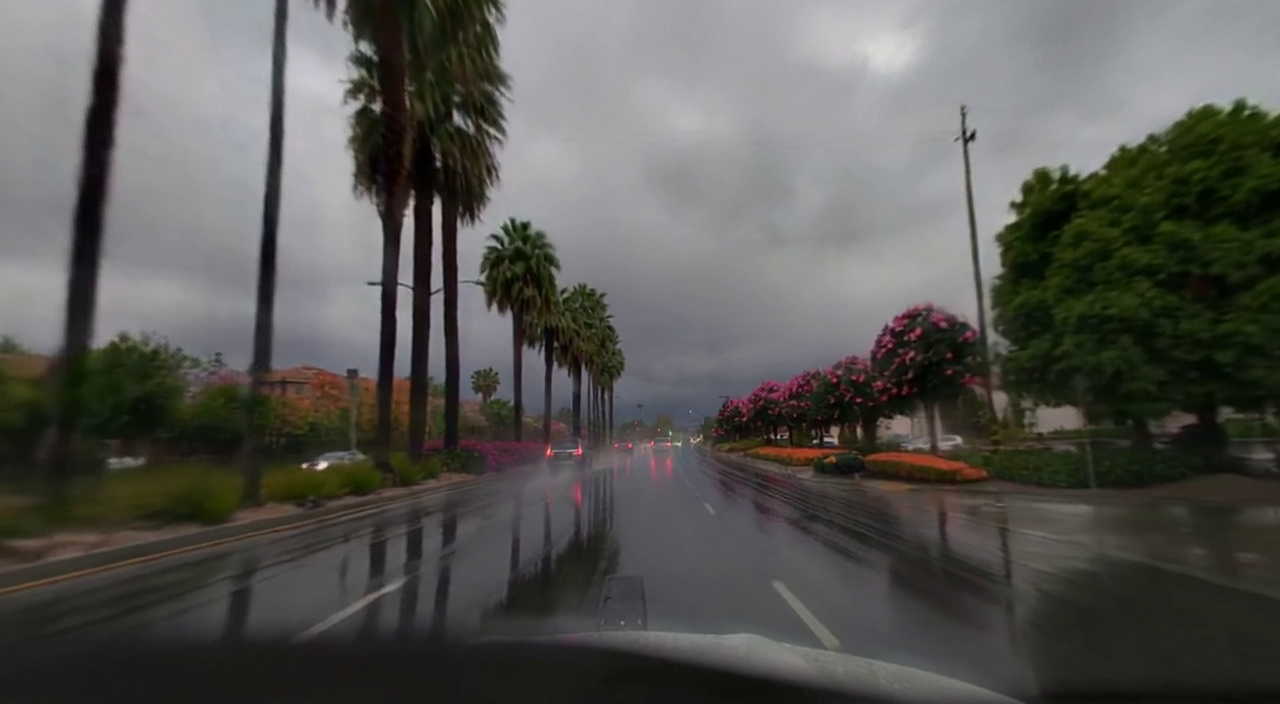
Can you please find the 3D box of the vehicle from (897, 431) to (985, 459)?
[{"bbox_3d":[22.379,6.968,46.988,2.426,1.902,6.126,2,-9,-15],"label":"vehicle"}]

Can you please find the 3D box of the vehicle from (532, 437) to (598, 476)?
[{"bbox_3d":[-3.018,4.353,26.344,2.036,1.478,4.508,0,-8,2],"label":"vehicle"}]
